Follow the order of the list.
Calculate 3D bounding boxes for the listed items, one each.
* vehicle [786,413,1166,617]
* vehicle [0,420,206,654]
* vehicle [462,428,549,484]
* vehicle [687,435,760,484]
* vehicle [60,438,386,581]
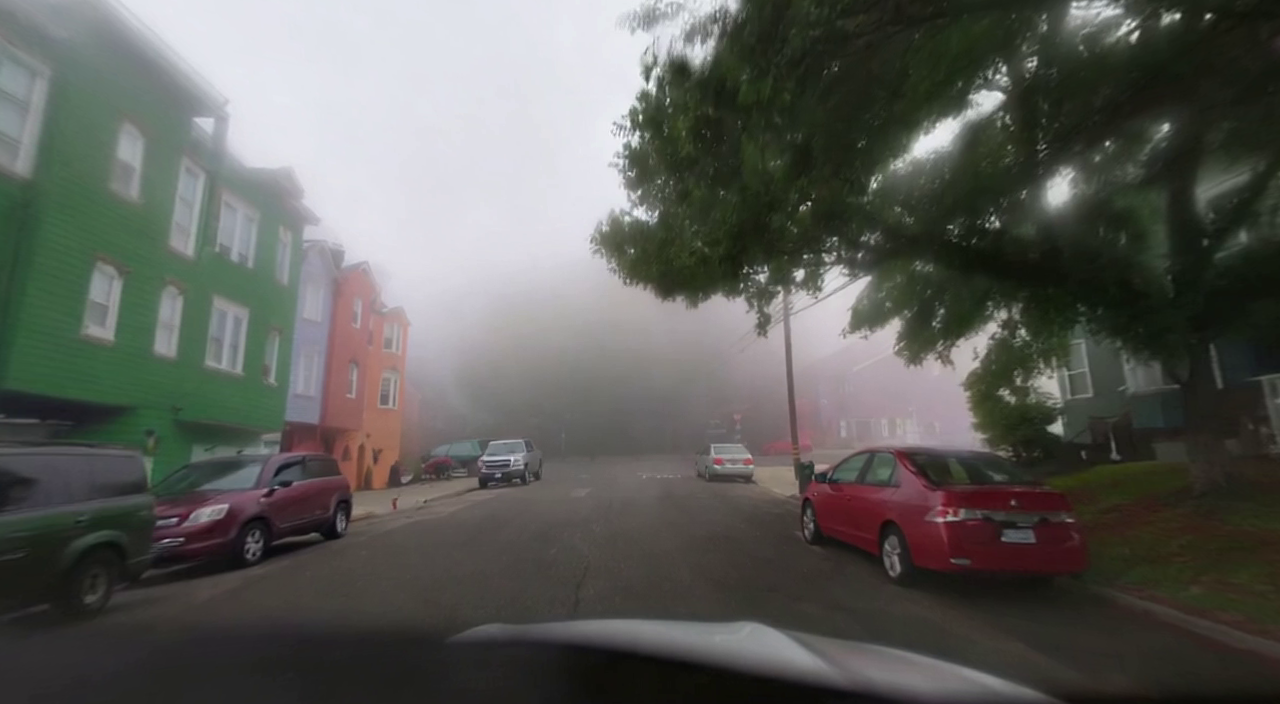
[{"bbox_3d":[3.434,1.741,7.693,2.070,1.728,4.358,1,-9,-3],"label":"vehicle"},{"bbox_3d":[-5.474,1.282,4.320,1.932,1.628,4.278,0,-9,-1],"label":"vehicle"},{"bbox_3d":[-5.568,4.440,27.098,2.480,2.084,6.353,0,-9,-2],"label":"vehicle"},{"bbox_3d":[3.345,4.449,26.267,2.109,1.811,4.886,1,-9,-3],"label":"vehicle"},{"bbox_3d":[-5.500,2.080,9.173,1.849,1.560,4.227,0,-9,0],"label":"vehicle"}]
